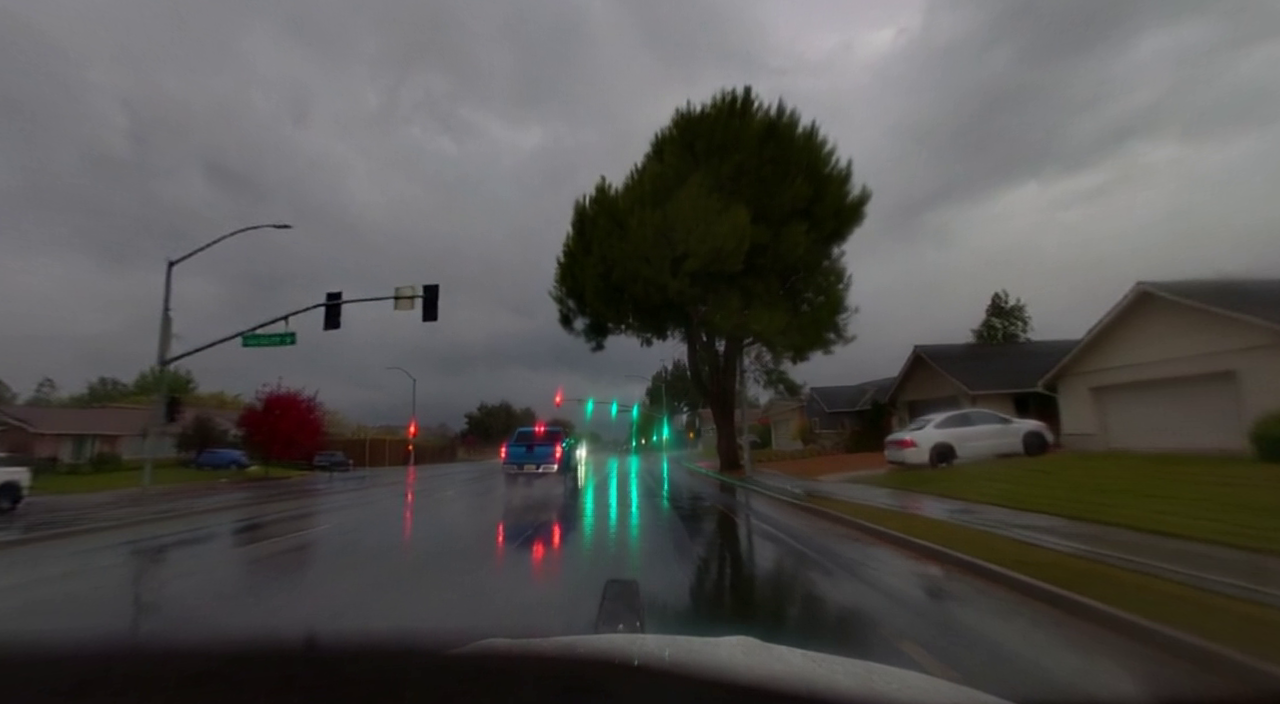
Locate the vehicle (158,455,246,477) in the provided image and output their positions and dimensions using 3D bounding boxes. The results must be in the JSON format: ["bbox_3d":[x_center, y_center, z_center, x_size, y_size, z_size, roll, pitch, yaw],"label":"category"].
[{"bbox_3d":[-30.249,7.862,43.714,4.506,1.453,2.108,0,-9,0],"label":"vehicle"}]

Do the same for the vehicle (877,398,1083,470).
[{"bbox_3d":[10.037,2.459,18.932,4.882,1.839,2.243,-1,-8,-8],"label":"vehicle"}]

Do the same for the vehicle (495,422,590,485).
[{"bbox_3d":[-3.378,3.729,23.342,2.508,2.001,5.880,0,-9,0],"label":"vehicle"}]
